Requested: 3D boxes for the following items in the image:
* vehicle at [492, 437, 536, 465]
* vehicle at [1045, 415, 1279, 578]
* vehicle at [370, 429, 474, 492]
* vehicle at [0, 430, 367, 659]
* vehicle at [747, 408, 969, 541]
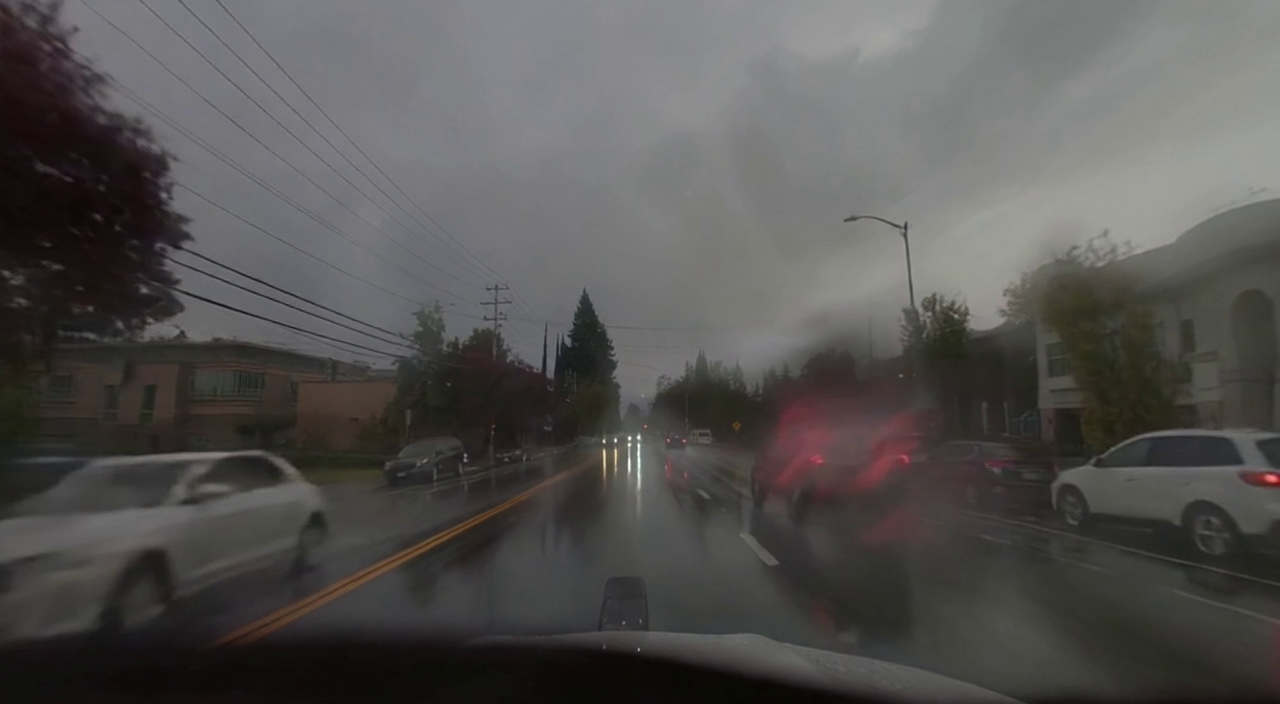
[{"bbox_3d":[-8.814,6.921,44.449,2.228,1.825,4.522,0,-8,0],"label":"vehicle"},{"bbox_3d":[7.947,1.827,8.636,1.879,1.765,4.339,0,-8,0],"label":"vehicle"},{"bbox_3d":[-8.849,4.377,26.193,2.419,2.087,5.334,-3,-6,0],"label":"vehicle"},{"bbox_3d":[-4.666,1.609,6.288,2.128,1.510,3.898,-2,-8,1],"label":"vehicle"},{"bbox_3d":[3.242,1.928,10.579,2.004,1.704,4.573,0,-8,-1],"label":"vehicle"}]
